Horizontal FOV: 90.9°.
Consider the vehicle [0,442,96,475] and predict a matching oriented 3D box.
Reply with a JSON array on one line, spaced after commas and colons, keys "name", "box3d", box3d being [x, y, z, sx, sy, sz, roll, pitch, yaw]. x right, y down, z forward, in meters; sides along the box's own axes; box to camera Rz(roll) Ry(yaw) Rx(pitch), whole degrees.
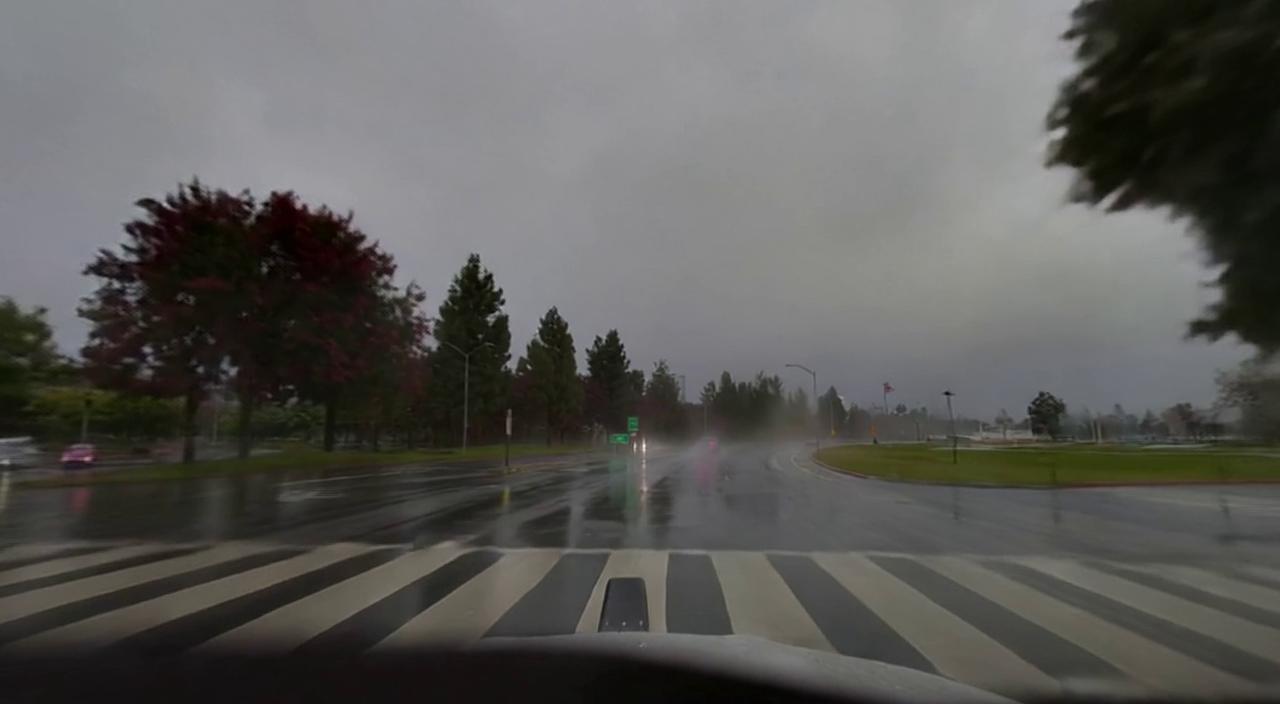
[{"name": "vehicle", "box3d": [-33.562, 5.927, 35.396, 4.787, 1.709, 2.164, -2, -8, 16]}]
